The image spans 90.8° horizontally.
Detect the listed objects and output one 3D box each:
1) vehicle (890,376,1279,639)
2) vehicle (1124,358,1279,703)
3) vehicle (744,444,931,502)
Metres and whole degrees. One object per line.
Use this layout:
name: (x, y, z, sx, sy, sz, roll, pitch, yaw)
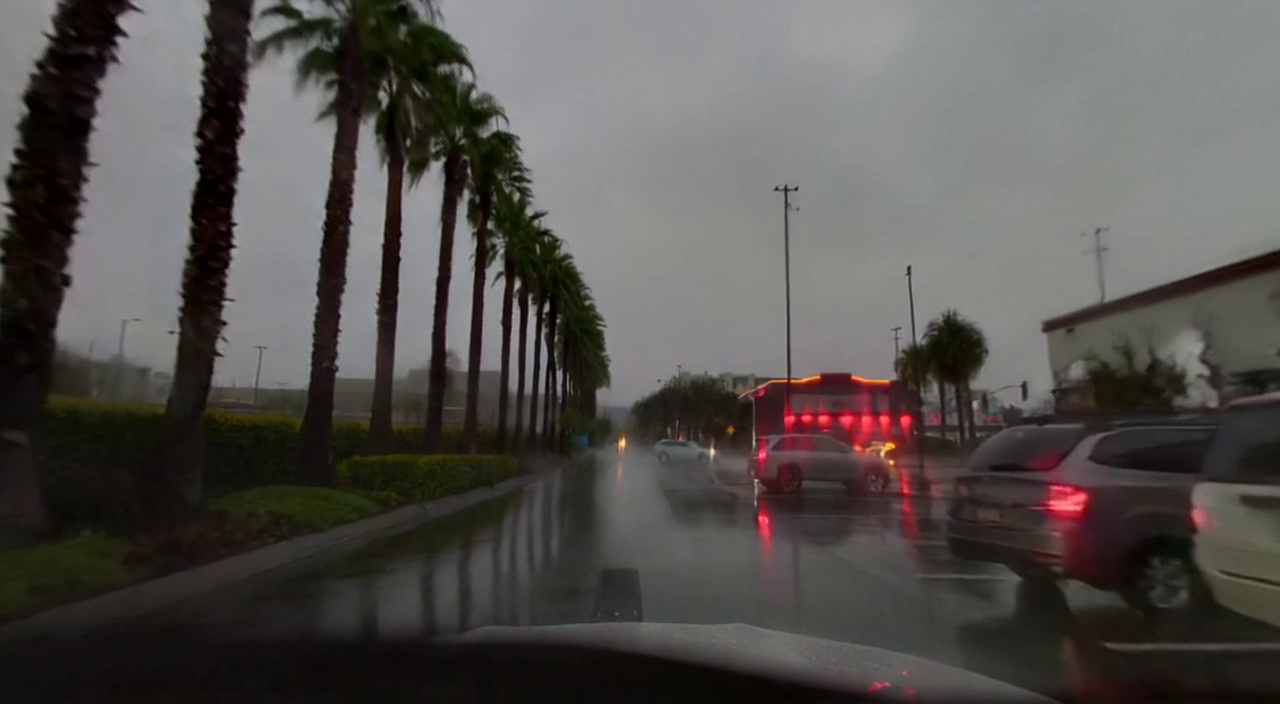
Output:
vehicle: (5.521, 1.342, 5.947, 5.491, 1.843, 2.103, 2, -9, -8)
vehicle: (5.624, 0.943, 3.209, 4.743, 1.800, 1.952, 1, -9, -3)
vehicle: (5.620, 3.448, 18.357, 4.742, 1.506, 1.919, 0, -8, -5)
